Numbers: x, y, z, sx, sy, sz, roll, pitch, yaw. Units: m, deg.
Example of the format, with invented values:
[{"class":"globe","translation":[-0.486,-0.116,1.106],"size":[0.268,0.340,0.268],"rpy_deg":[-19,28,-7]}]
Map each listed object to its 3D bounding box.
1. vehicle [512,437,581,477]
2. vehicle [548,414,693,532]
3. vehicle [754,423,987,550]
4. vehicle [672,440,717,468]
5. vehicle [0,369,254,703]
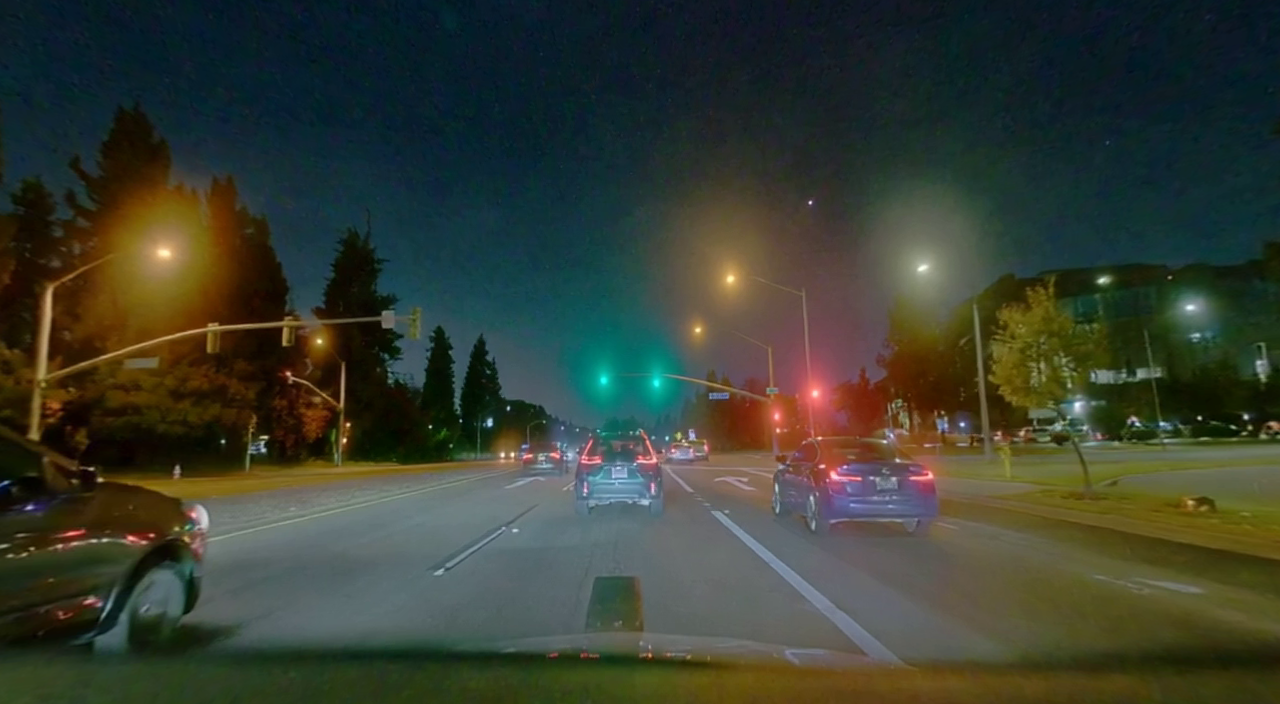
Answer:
[{"class":"vehicle","translation":[-3.760,4.313,26.219],"size":[2.163,1.488,4.511],"rpy_deg":[0,-8,0]},{"class":"vehicle","translation":[-0.316,2.095,11.467],"size":[2.150,1.725,4.096],"rpy_deg":[0,-8,-1]},{"class":"vehicle","translation":[3.233,1.970,9.923],"size":[2.068,1.541,4.041],"rpy_deg":[0,-8,-1]},{"class":"vehicle","translation":[3.047,5.829,36.384],"size":[2.171,1.469,4.420],"rpy_deg":[0,-8,0]},{"class":"vehicle","translation":[-3.814,0.859,2.629],"size":[1.823,1.602,4.061],"rpy_deg":[0,-8,0]}]
